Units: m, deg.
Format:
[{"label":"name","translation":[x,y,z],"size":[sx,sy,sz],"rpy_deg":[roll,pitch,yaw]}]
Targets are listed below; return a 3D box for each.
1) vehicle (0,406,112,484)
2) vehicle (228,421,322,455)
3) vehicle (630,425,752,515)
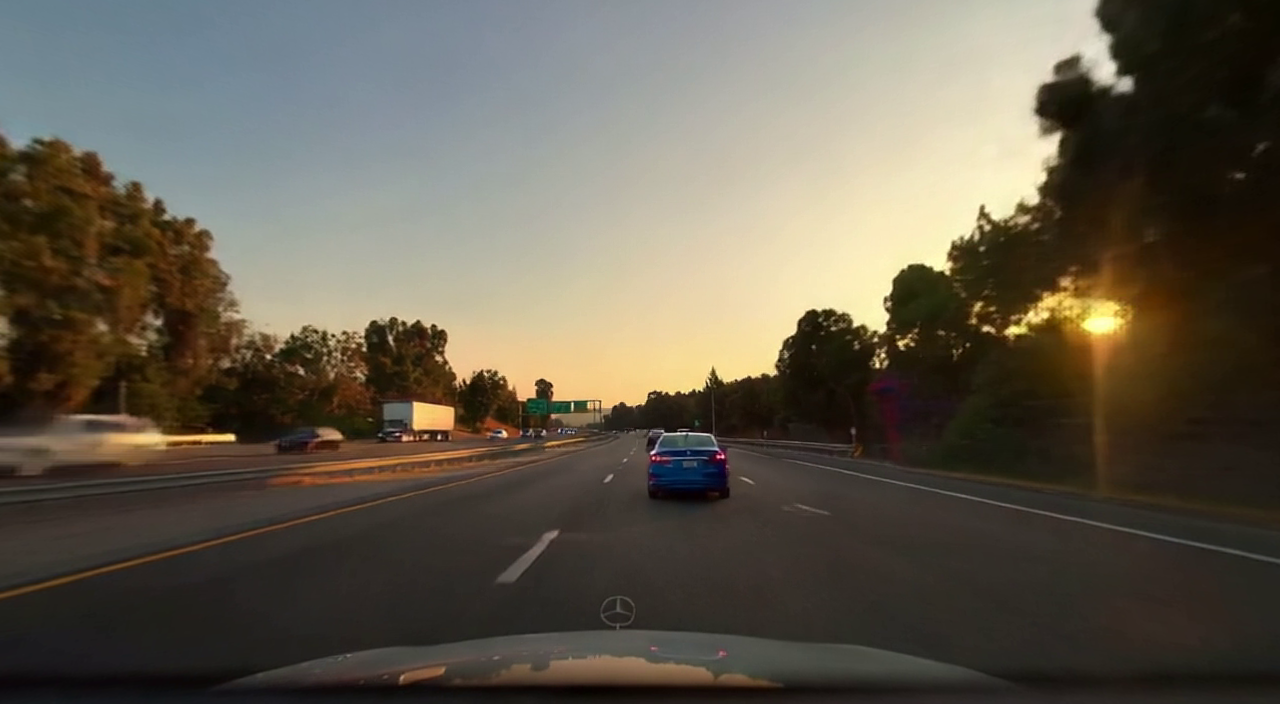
[{"label":"vehicle","translation":[-13.338,1.819,12.328],"size":[1.942,1.478,4.622],"rpy_deg":[0,-8,1]},{"label":"vehicle","translation":[-16.992,4.044,29.596],"size":[1.826,1.487,4.089],"rpy_deg":[0,-8,2]},{"label":"vehicle","translation":[0.874,2.195,12.392],"size":[1.977,1.443,4.225],"rpy_deg":[0,-8,1]}]
